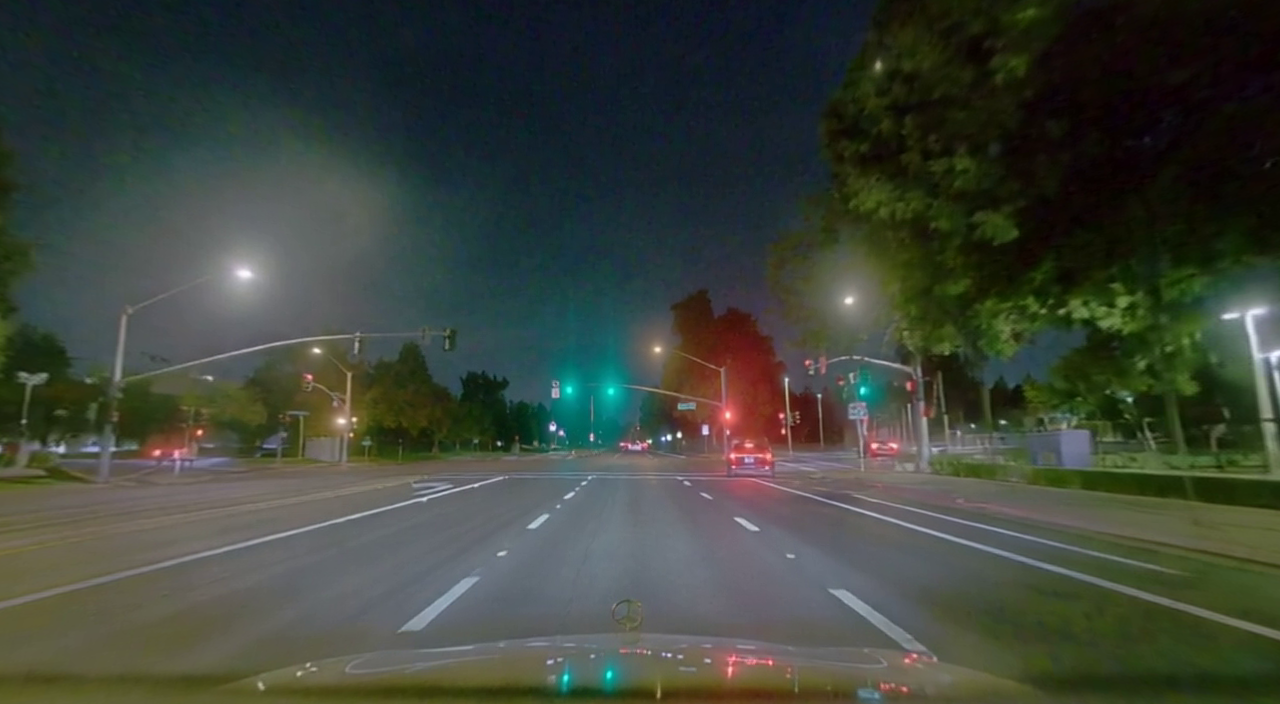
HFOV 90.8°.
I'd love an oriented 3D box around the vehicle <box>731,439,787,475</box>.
[{"bbox_3d":[6.172,5.348,32.316,2.289,1.503,4.595,2,-8,17],"label":"vehicle"}]
